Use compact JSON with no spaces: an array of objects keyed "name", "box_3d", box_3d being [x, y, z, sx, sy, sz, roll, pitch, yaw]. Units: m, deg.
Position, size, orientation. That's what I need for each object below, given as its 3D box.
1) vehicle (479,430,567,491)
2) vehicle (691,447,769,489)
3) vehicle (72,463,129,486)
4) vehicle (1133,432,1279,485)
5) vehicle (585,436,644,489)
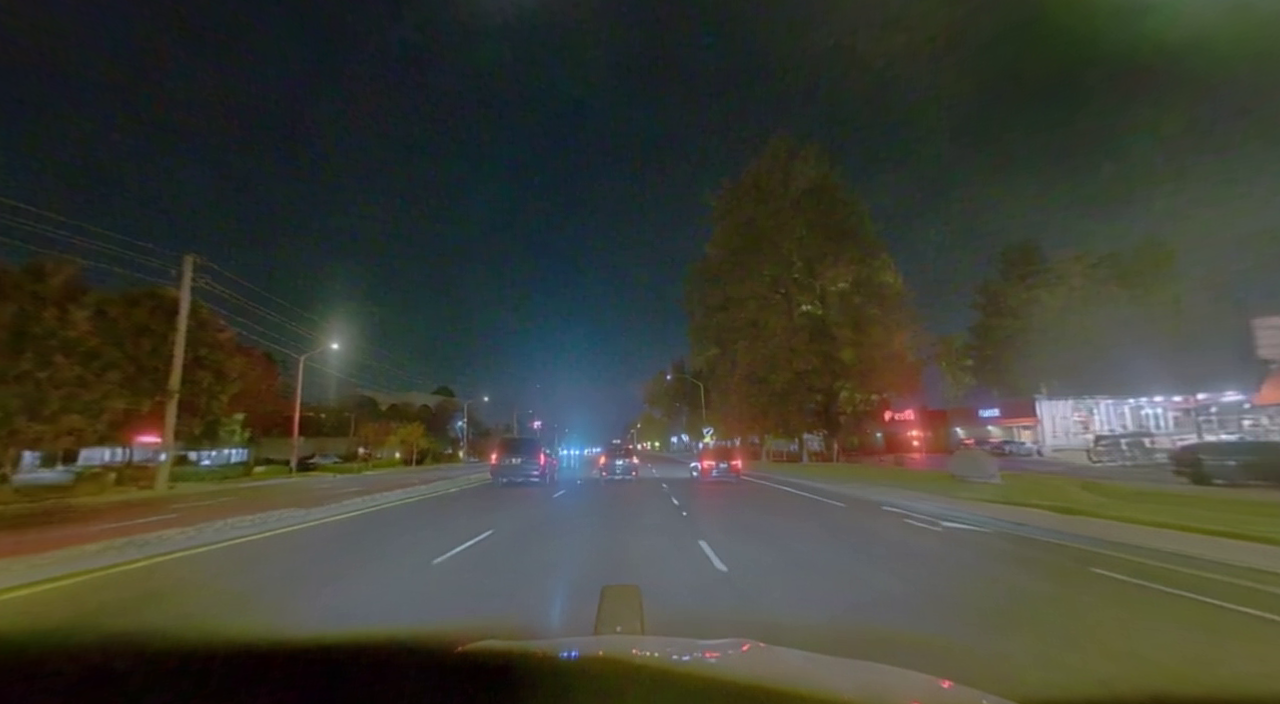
[{"name":"vehicle","box_3d":[-4.233,4.035,23.920,2.252,1.999,5.605,0,-9,0]},{"name":"vehicle","box_3d":[3.384,4.454,24.616,2.207,1.447,4.418,0,-9,-2]},{"name":"vehicle","box_3d":[-38.541,8.734,45.244,1.871,1.468,4.670,4,-10,-26]},{"name":"vehicle","box_3d":[18.457,3.339,19.915,4.107,1.540,1.994,0,-9,-1]},{"name":"vehicle","box_3d":[-0.898,4.205,24.321,2.061,1.809,4.141,0,-9,0]}]
